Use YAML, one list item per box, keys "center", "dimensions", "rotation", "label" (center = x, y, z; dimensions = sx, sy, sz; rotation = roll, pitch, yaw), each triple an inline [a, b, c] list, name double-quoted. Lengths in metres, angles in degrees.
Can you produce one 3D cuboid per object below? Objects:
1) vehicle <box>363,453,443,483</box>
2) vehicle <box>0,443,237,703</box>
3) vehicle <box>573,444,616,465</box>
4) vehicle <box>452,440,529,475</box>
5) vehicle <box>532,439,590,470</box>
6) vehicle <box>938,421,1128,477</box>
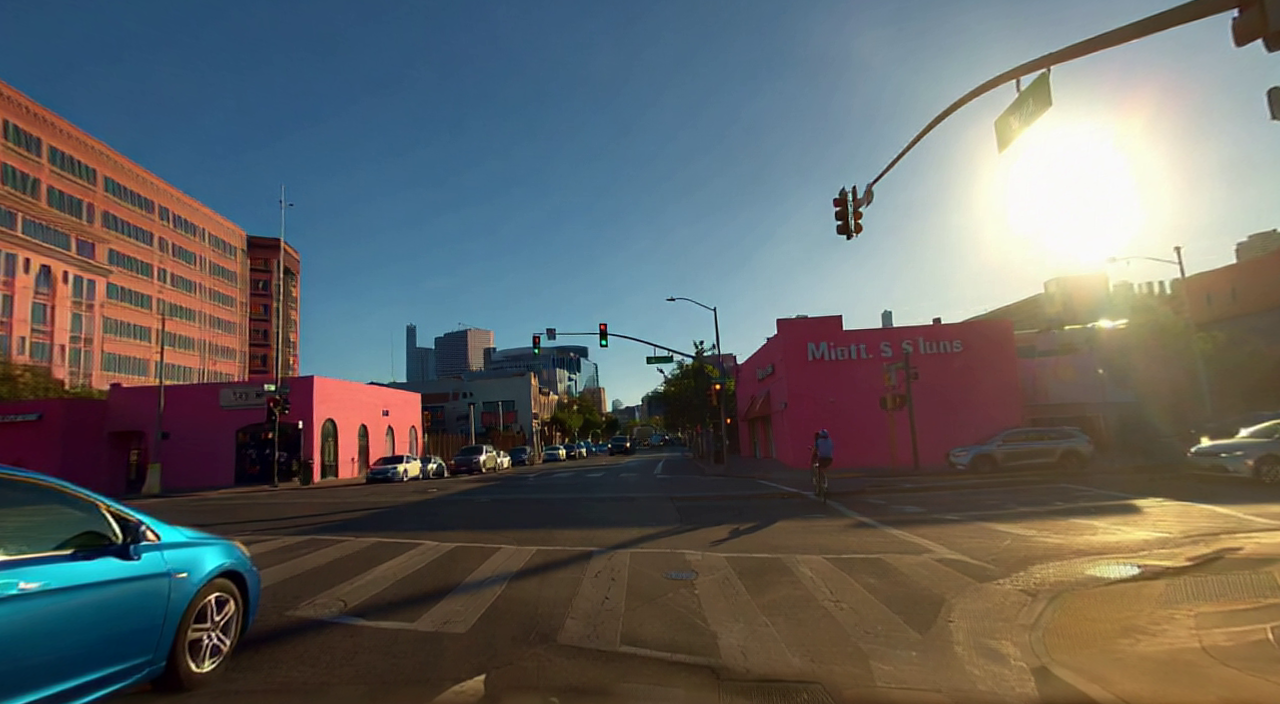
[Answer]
- center: [-12.625, 6.173, 33.869]
  dimensions: [1.976, 1.425, 4.567]
  rotation: [-1, -9, 9]
  label: "vehicle"
- center: [-3.670, 0.979, 2.151]
  dimensions: [1.759, 1.325, 4.295]
  rotation: [0, -9, 0]
  label: "vehicle"
- center: [-3.103, 7.156, 43.988]
  dimensions: [1.743, 1.362, 4.350]
  rotation: [-2, -9, 14]
  label: "vehicle"
- center: [-8.426, 5.976, 36.047]
  dimensions: [2.152, 1.825, 5.406]
  rotation: [-2, -9, 12]
  label: "vehicle"
- center: [-4.541, 5.984, 36.861]
  dimensions: [1.928, 1.647, 4.575]
  rotation: [-2, -9, 13]
  label: "vehicle"
- center: [11.555, 2.892, 18.816]
  dimensions: [4.355, 1.546, 1.820]
  rotation: [-1, -9, 6]
  label: "vehicle"
